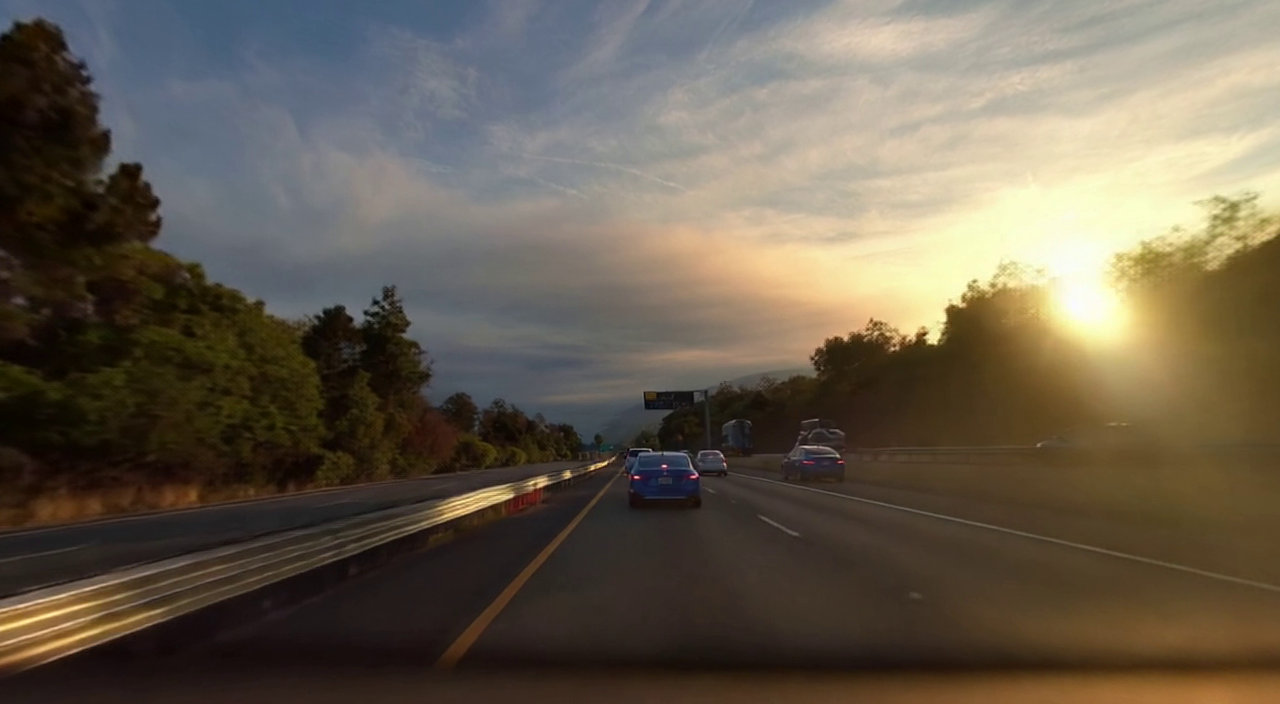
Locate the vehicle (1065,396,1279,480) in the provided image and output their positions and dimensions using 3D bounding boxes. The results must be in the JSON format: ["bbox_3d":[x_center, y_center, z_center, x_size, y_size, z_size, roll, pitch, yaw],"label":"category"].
[{"bbox_3d":[31.720,5.134,36.689,2.822,3.996,14.073,1,-9,-7],"label":"vehicle"}]

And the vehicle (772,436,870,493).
[{"bbox_3d":[6.482,4.092,23.206,2.177,1.827,4.565,0,-9,-1],"label":"vehicle"}]

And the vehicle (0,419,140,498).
[{"bbox_3d":[-33.357,6.055,36.106,2.902,3.981,7.819,-3,-8,0],"label":"vehicle"}]

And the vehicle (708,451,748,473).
[{"bbox_3d":[6.025,7.597,43.676,2.015,1.454,4.324,0,-9,-2],"label":"vehicle"}]

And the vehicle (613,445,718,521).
[{"bbox_3d":[0.484,2.898,14.423,2.076,1.485,3.774,0,-9,0],"label":"vehicle"}]
